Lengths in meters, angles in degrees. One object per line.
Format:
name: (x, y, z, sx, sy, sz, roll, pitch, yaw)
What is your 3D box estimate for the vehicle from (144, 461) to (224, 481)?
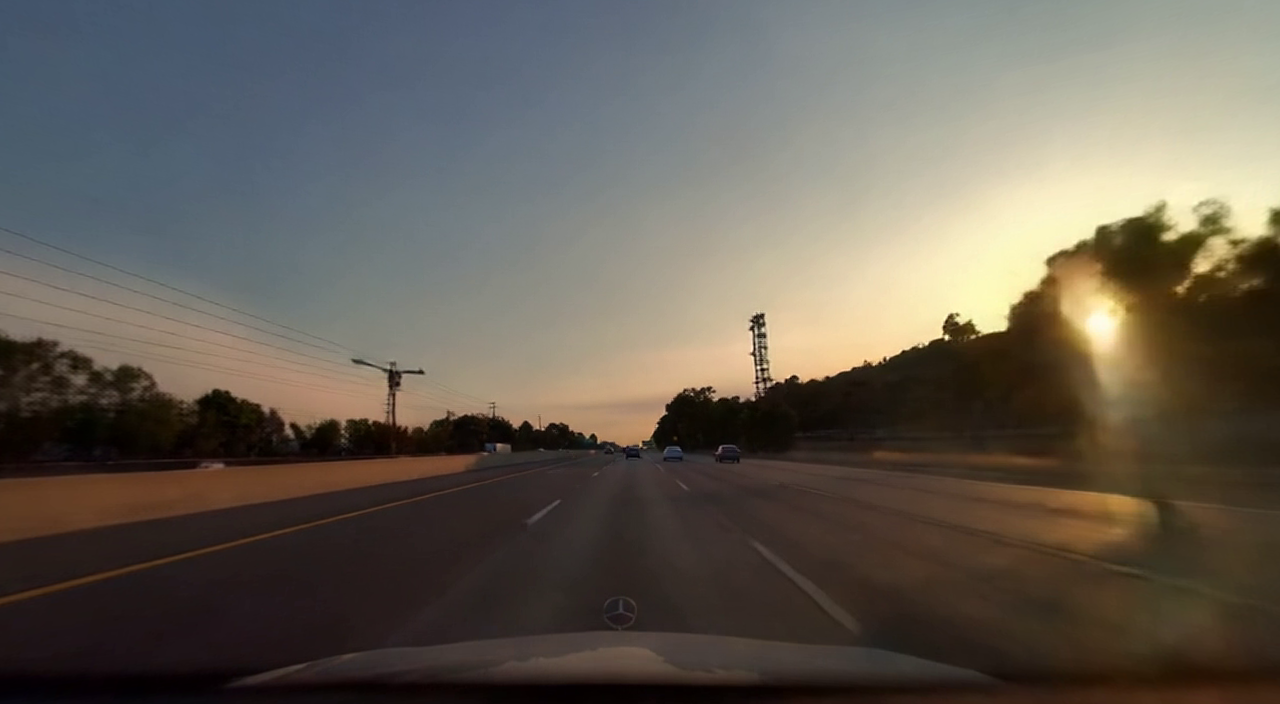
vehicle: (-35.776, 9.350, 49.777, 2.223, 1.303, 5.598, 0, -8, 0)

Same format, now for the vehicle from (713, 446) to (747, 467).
vehicle: (6.628, 7.704, 46.758, 1.817, 1.440, 4.075, 0, -8, -1)
